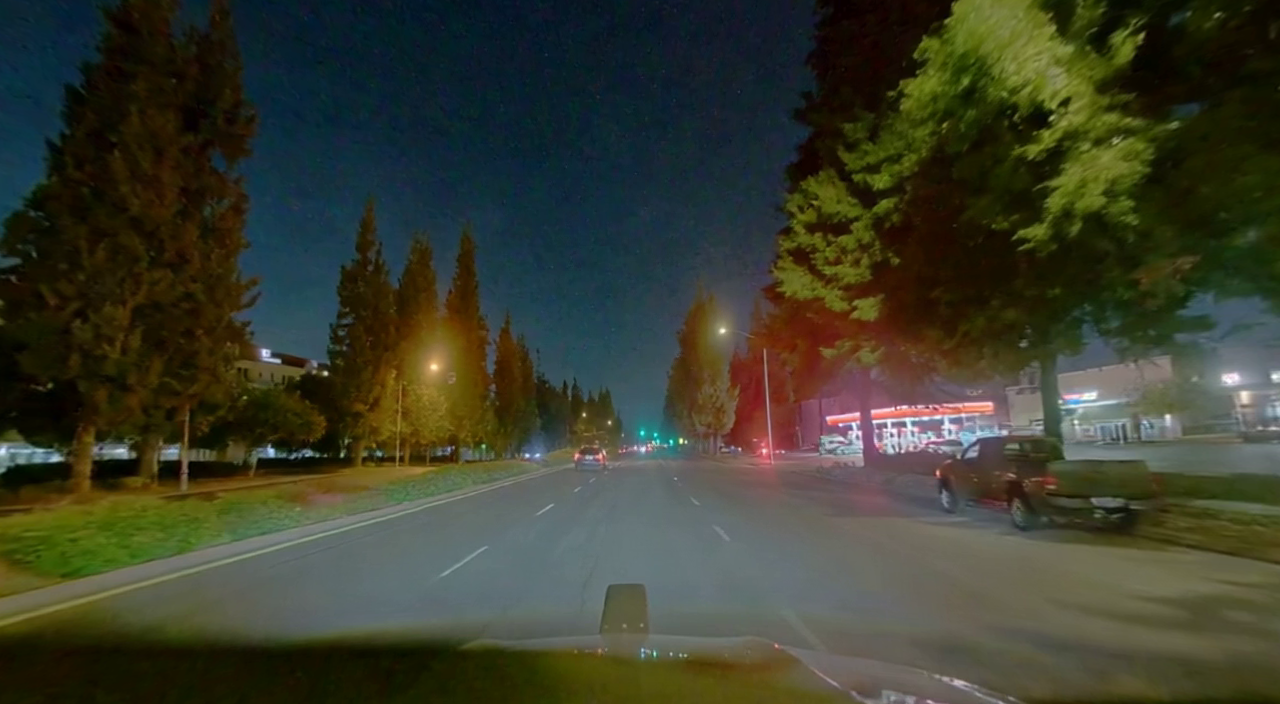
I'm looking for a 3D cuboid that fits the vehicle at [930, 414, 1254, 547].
[{"bbox_3d":[6.858,1.989,10.406,1.952,1.684,4.535,-1,-9,0],"label":"vehicle"}]

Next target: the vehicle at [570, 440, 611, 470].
[{"bbox_3d":[-3.128,6.582,40.614,2.196,1.801,4.542,0,-8,1],"label":"vehicle"}]
